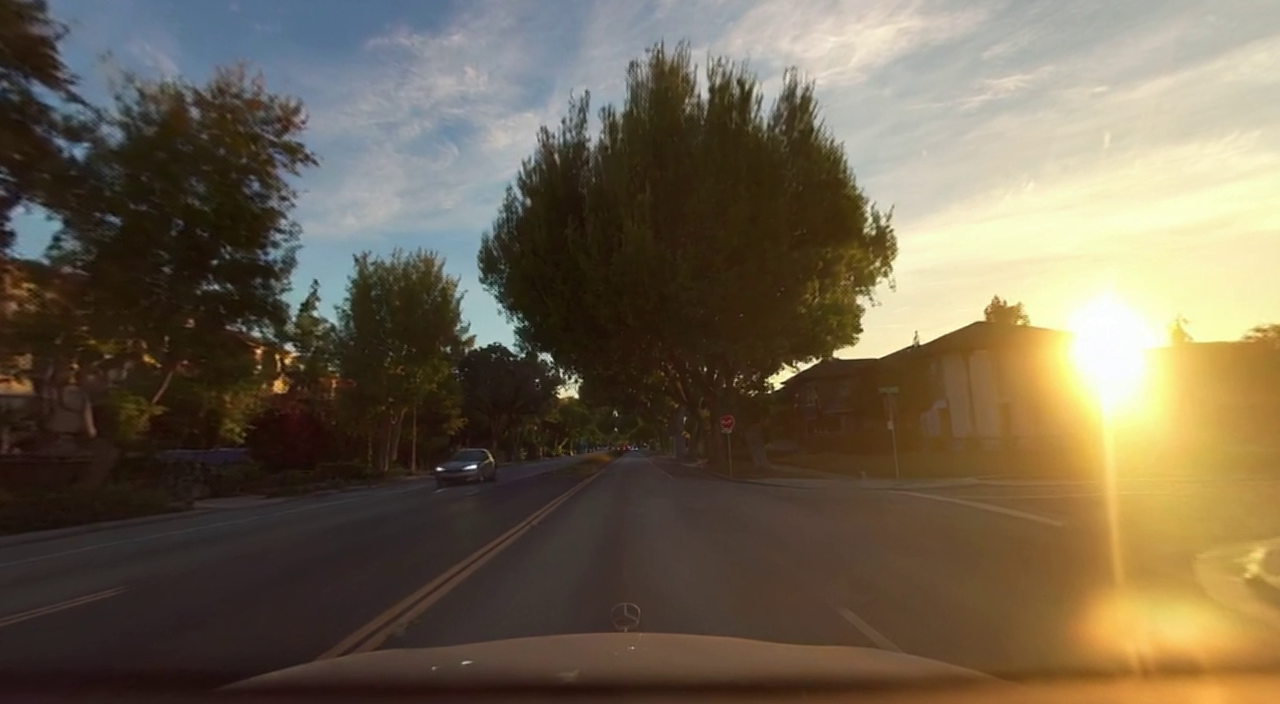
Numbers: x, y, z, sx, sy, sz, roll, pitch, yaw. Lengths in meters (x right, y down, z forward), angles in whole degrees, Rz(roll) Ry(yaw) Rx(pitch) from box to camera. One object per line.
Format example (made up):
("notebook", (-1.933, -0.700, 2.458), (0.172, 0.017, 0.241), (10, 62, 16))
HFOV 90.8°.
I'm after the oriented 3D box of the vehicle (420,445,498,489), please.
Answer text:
("vehicle", (-7.390, 4.734, 26.285), (1.994, 1.646, 4.276), (0, -9, 0))
